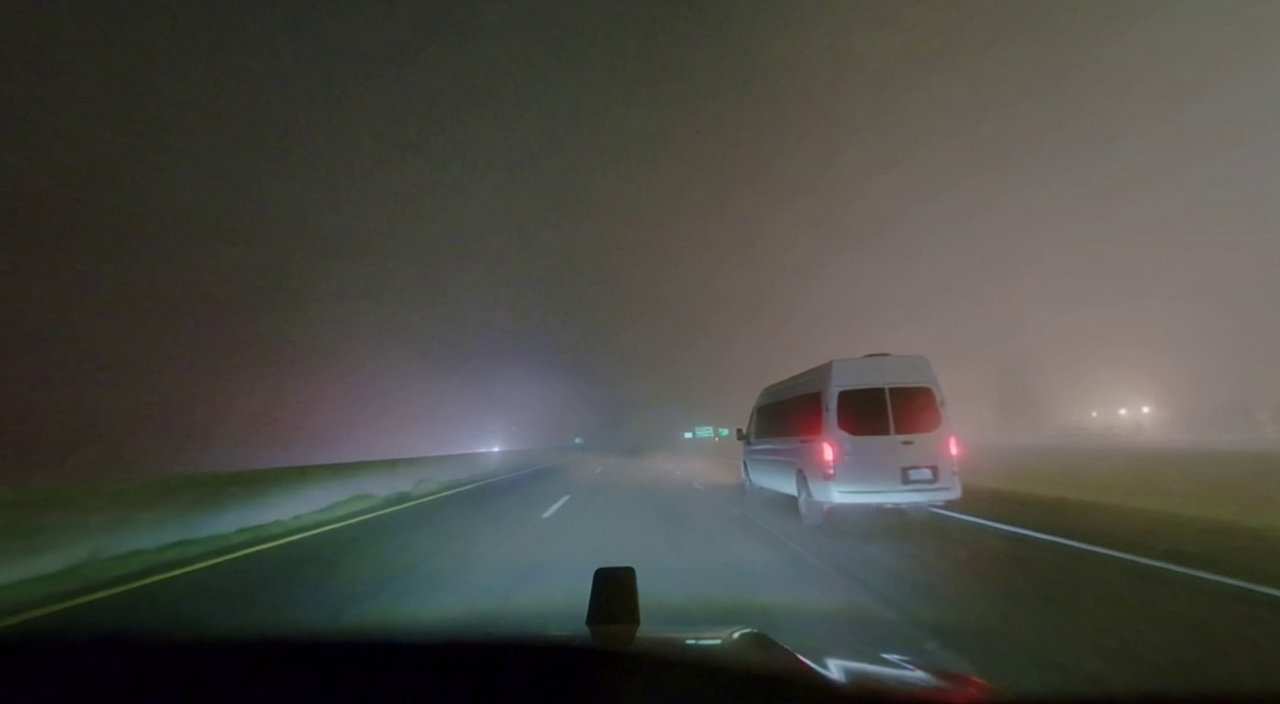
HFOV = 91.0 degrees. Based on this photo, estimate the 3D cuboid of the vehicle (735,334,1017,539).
[{"bbox_3d":[3.613,1.579,11.774,2.431,2.667,6.921,0,-8,-1],"label":"vehicle"}]
